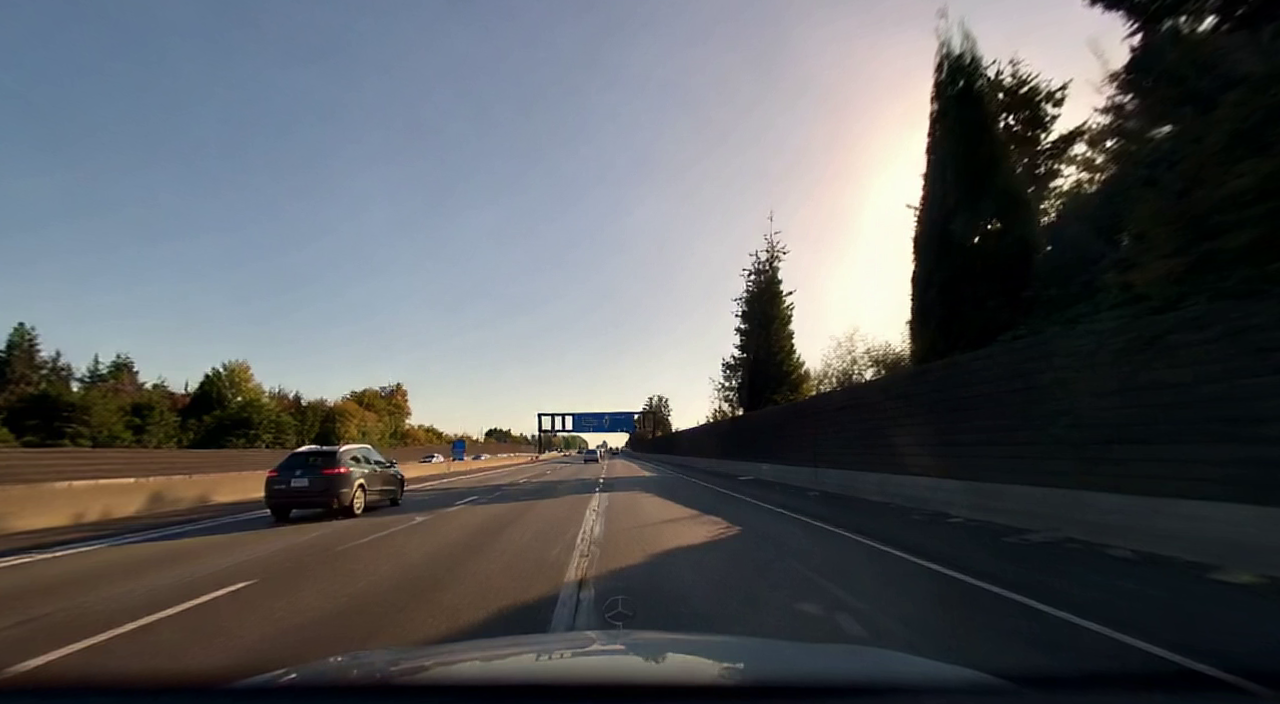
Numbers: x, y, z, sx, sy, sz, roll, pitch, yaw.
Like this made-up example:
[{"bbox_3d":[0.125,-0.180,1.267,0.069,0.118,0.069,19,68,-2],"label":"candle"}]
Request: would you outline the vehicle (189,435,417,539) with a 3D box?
[{"bbox_3d":[-6.064,2.454,12.108,2.098,1.606,4.227,0,-9,-2],"label":"vehicle"}]
